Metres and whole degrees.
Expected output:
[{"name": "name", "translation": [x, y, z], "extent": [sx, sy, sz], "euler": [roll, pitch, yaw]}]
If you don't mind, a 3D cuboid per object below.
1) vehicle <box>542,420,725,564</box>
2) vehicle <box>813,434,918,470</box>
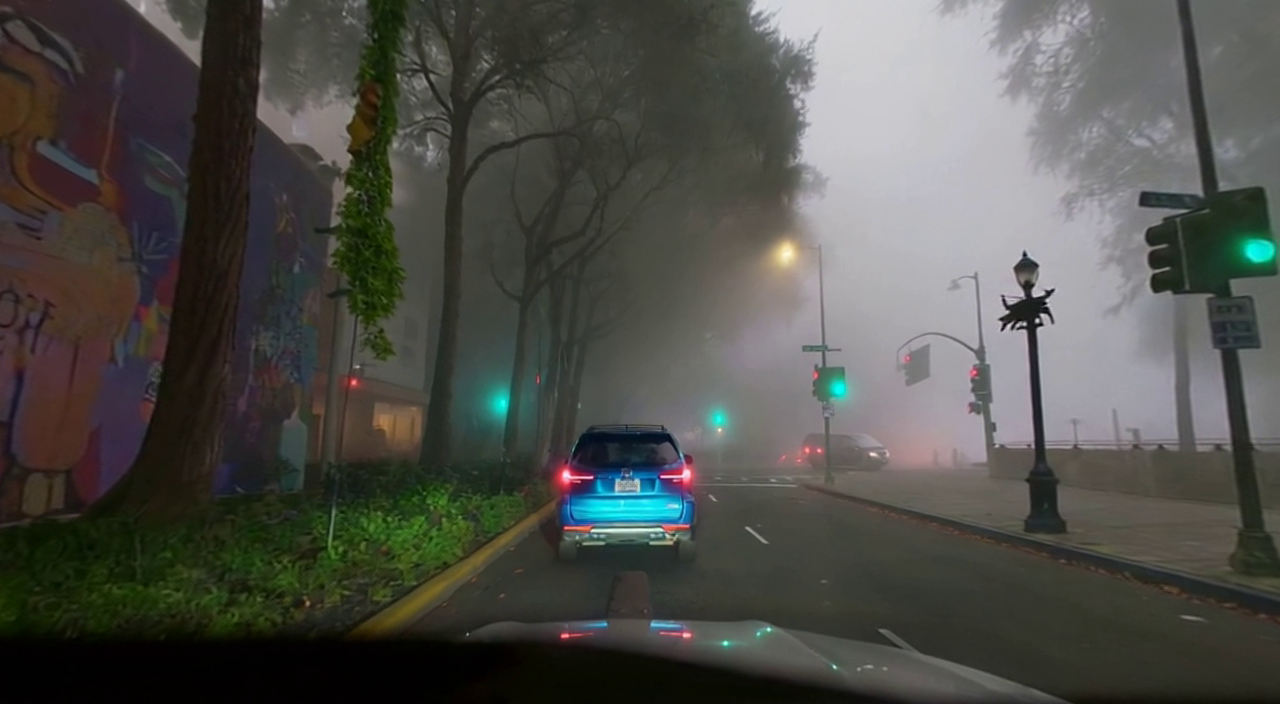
[{"name": "vehicle", "translation": [-0.078, 1.884, 9.192], "extent": [2.079, 1.621, 3.861], "euler": [0, -8, 0]}, {"name": "vehicle", "translation": [13.662, 6.030, 38.311], "extent": [5.513, 2.063, 2.448], "euler": [2, -9, -15]}]
